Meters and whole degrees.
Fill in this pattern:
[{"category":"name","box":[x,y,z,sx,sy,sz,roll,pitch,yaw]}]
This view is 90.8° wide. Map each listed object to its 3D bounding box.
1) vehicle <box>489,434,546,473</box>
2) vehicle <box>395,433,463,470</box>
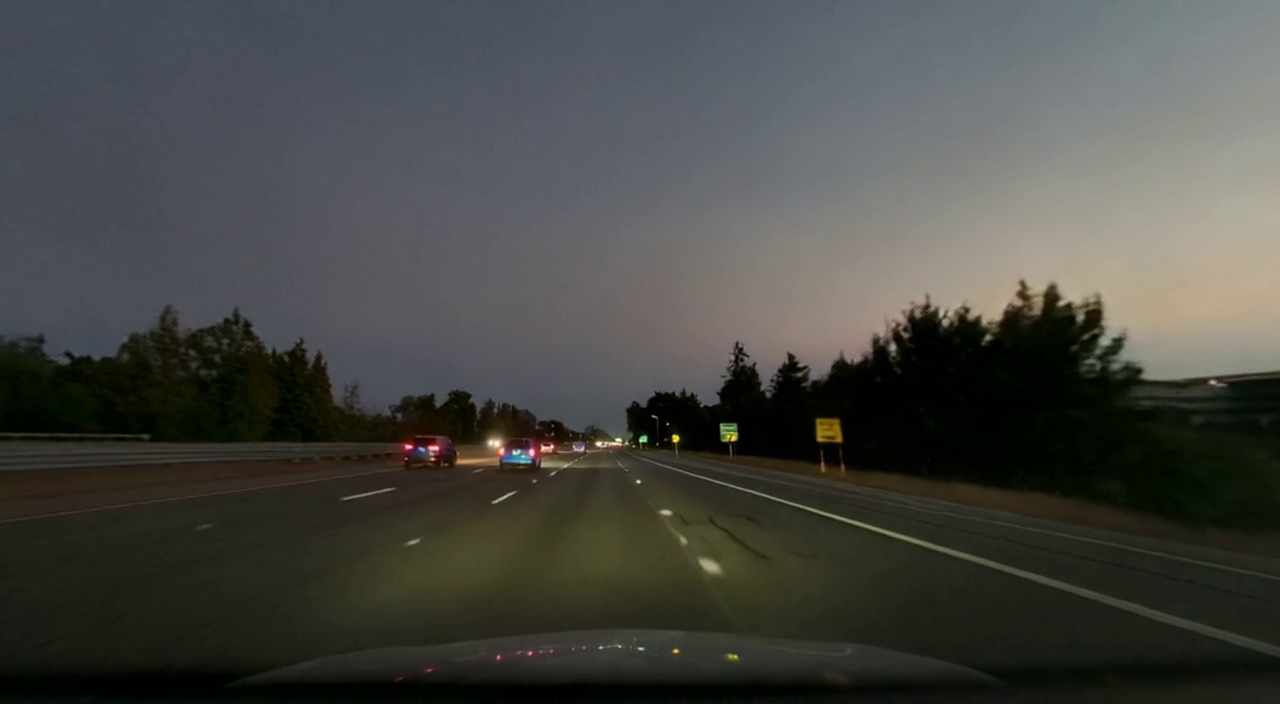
[{"category":"vehicle","box":[-6.043,5.102,31.811,2.146,1.766,4.502,0,-9,-2]},{"category":"vehicle","box":[-10.402,4.956,31.490,2.016,1.711,4.365,0,-9,-2]}]
